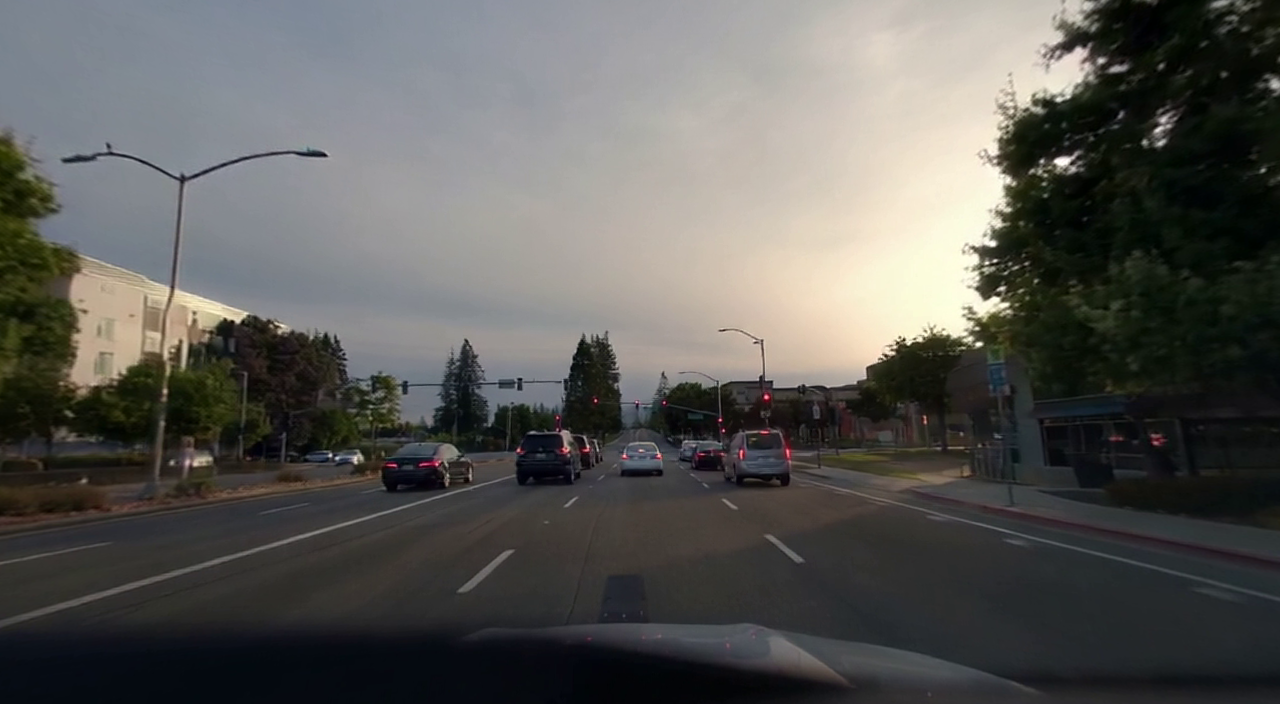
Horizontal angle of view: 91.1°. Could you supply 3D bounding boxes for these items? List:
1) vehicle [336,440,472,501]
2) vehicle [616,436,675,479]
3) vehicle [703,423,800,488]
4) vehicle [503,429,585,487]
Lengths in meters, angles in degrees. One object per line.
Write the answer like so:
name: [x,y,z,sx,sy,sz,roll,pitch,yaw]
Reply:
vehicle: [-6.315,3.202,17.469,1.926,1.465,4.620,0,-8,1]
vehicle: [0.176,3.952,23.775,2.021,1.461,3.862,0,-8,0]
vehicle: [3.397,3.273,20.142,2.141,1.833,4.704,0,-8,-1]
vehicle: [-3.024,3.448,20.731,1.912,1.703,4.261,0,-8,1]
